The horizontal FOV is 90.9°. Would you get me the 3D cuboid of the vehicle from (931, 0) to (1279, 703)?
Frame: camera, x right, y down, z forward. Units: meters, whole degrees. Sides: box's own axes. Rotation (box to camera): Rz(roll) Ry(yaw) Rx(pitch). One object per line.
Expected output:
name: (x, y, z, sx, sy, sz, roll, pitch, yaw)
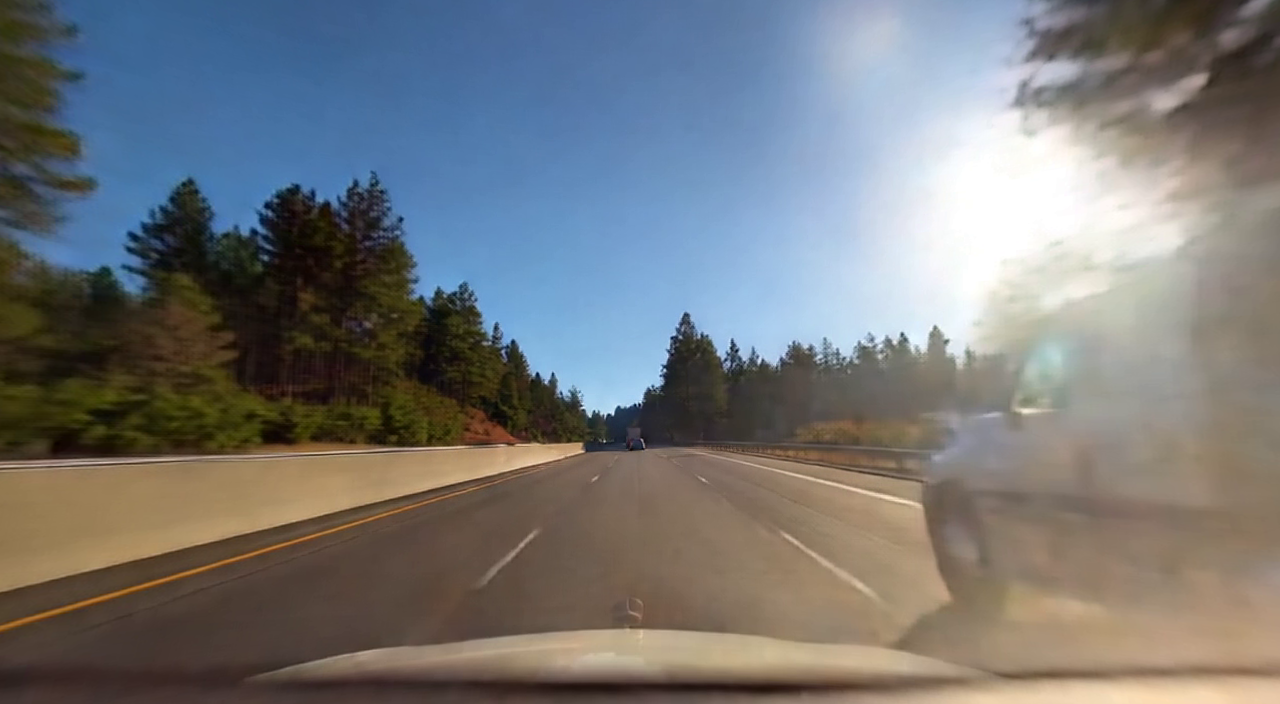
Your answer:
vehicle: (4.168, -0.249, 1.120, 3.013, 3.462, 8.956, 0, -8, 0)
